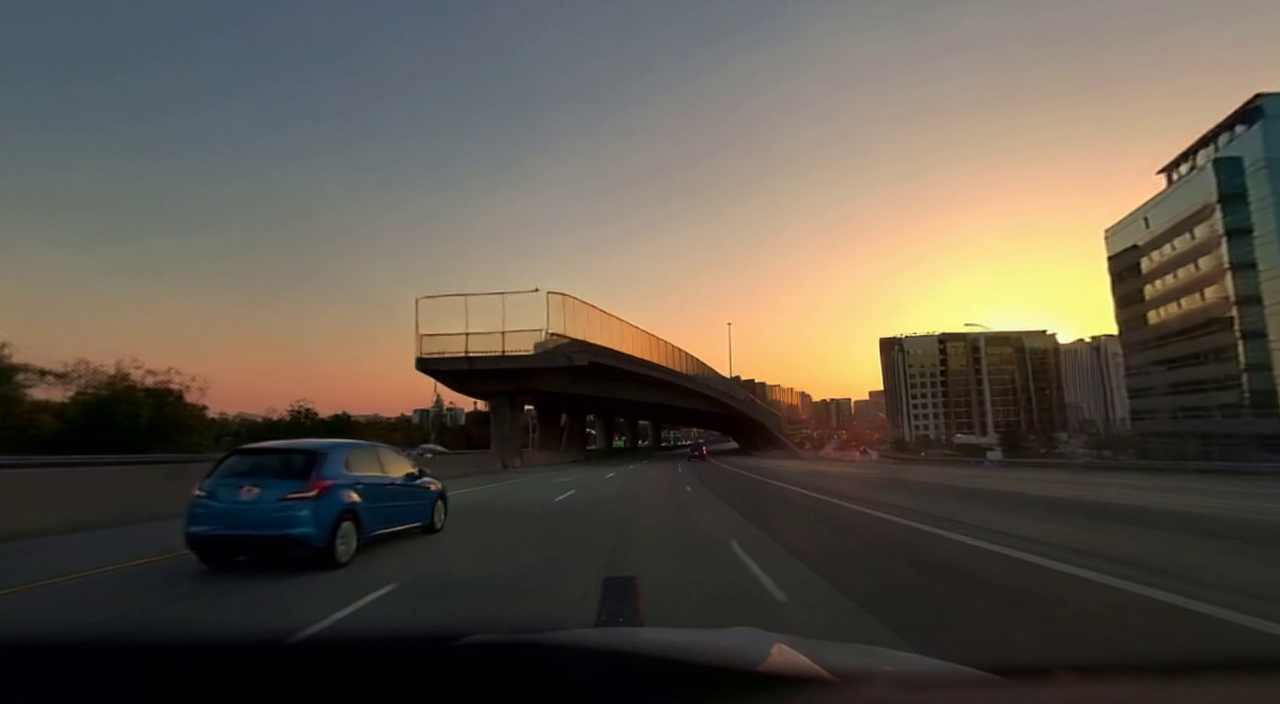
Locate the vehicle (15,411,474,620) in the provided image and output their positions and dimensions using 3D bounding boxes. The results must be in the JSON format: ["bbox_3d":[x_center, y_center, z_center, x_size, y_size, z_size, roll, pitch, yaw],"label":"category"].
[{"bbox_3d":[-3.640,1.598,7.227,2.087,1.566,4.756,0,-9,1],"label":"vehicle"}]
